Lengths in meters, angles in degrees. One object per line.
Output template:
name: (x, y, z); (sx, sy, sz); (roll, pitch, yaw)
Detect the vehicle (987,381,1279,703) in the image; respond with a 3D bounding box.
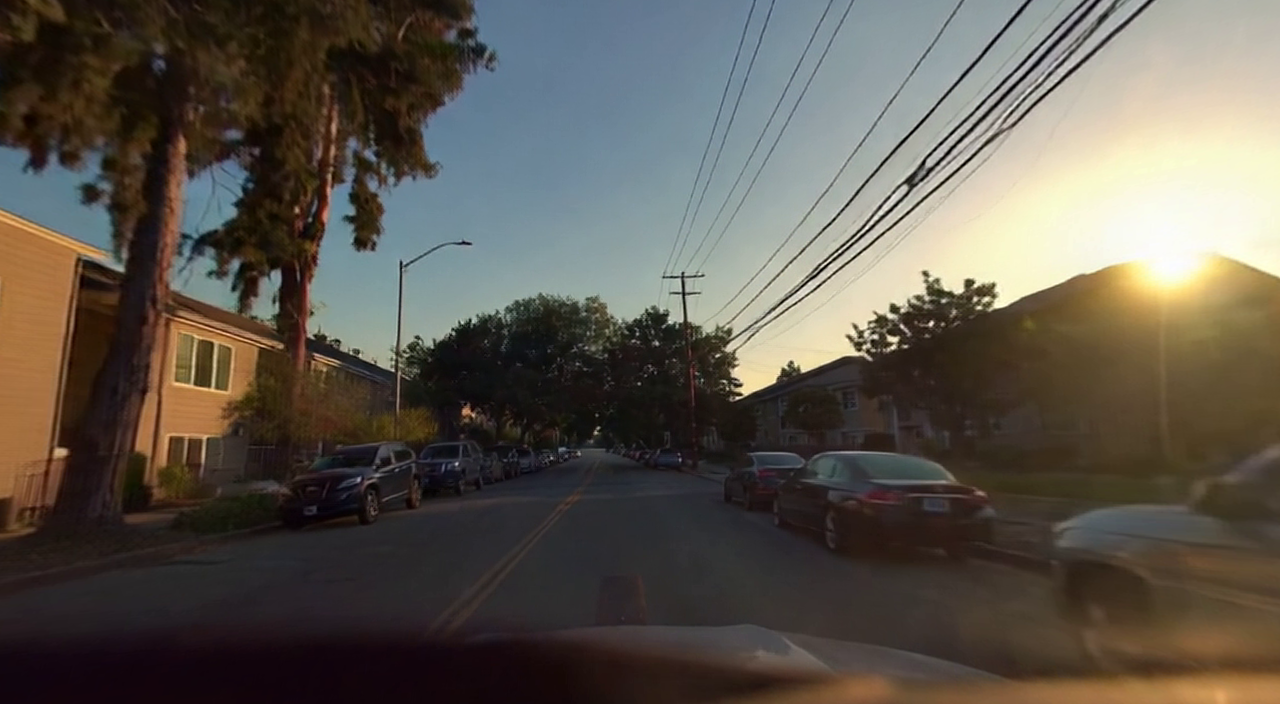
vehicle: (3.701, 0.854, 1.896); (2.272, 1.626, 5.170); (0, -8, -1)

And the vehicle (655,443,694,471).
vehicle: (2.273, 7.082, 42.532); (2.328, 1.730, 4.225); (1, -9, -2)

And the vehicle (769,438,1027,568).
vehicle: (3.510, 2.112, 9.717); (1.868, 1.494, 4.652); (1, -8, -2)

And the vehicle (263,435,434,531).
vehicle: (-6.801, 3.018, 15.388); (2.056, 1.876, 4.824); (-2, -7, -2)

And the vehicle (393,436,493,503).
vehicle: (-7.081, 4.186, 23.241); (2.120, 1.989, 5.616); (-3, -7, -3)
